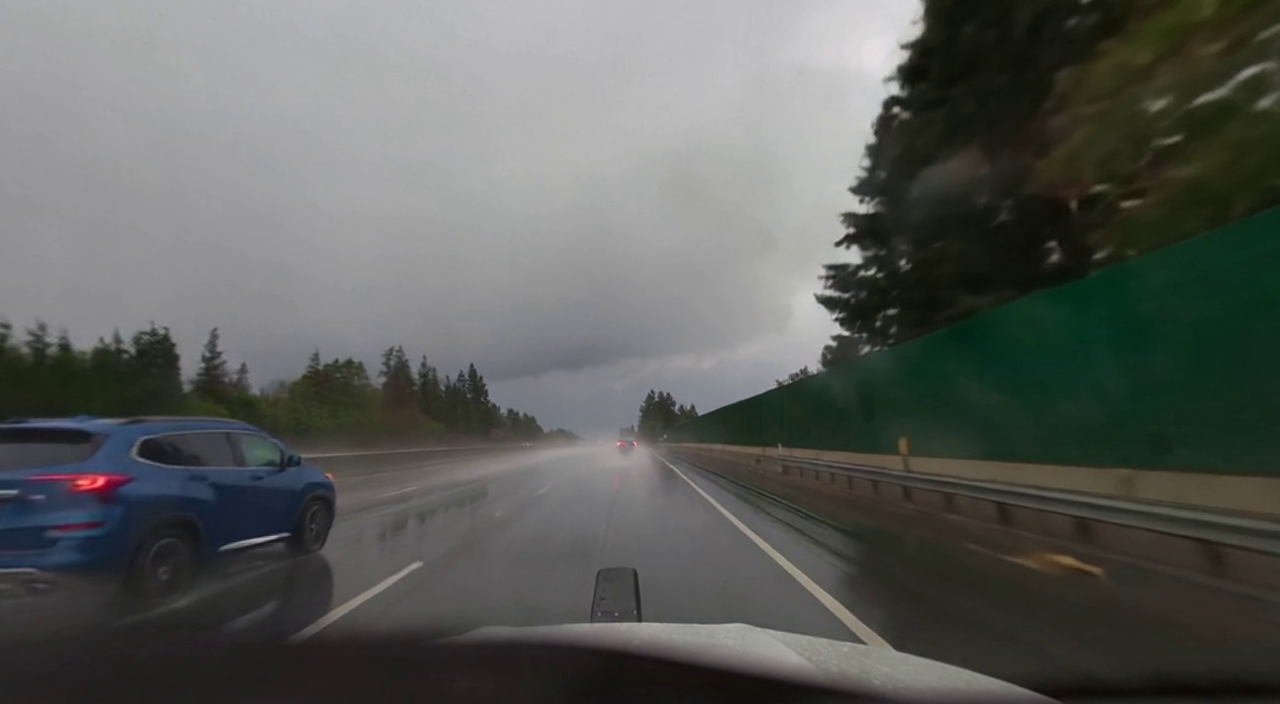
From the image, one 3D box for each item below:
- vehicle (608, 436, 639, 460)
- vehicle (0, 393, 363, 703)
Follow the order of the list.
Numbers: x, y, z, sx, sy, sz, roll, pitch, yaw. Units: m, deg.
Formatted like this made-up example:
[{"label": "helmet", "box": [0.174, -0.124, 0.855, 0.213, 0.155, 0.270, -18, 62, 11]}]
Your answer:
[{"label": "vehicle", "box": [-1.018, 5.984, 39.463, 1.836, 1.450, 3.519, 0, -8, -1]}, {"label": "vehicle", "box": [-4.242, 1.213, 4.853, 2.072, 1.545, 4.767, 0, -8, 0]}]
